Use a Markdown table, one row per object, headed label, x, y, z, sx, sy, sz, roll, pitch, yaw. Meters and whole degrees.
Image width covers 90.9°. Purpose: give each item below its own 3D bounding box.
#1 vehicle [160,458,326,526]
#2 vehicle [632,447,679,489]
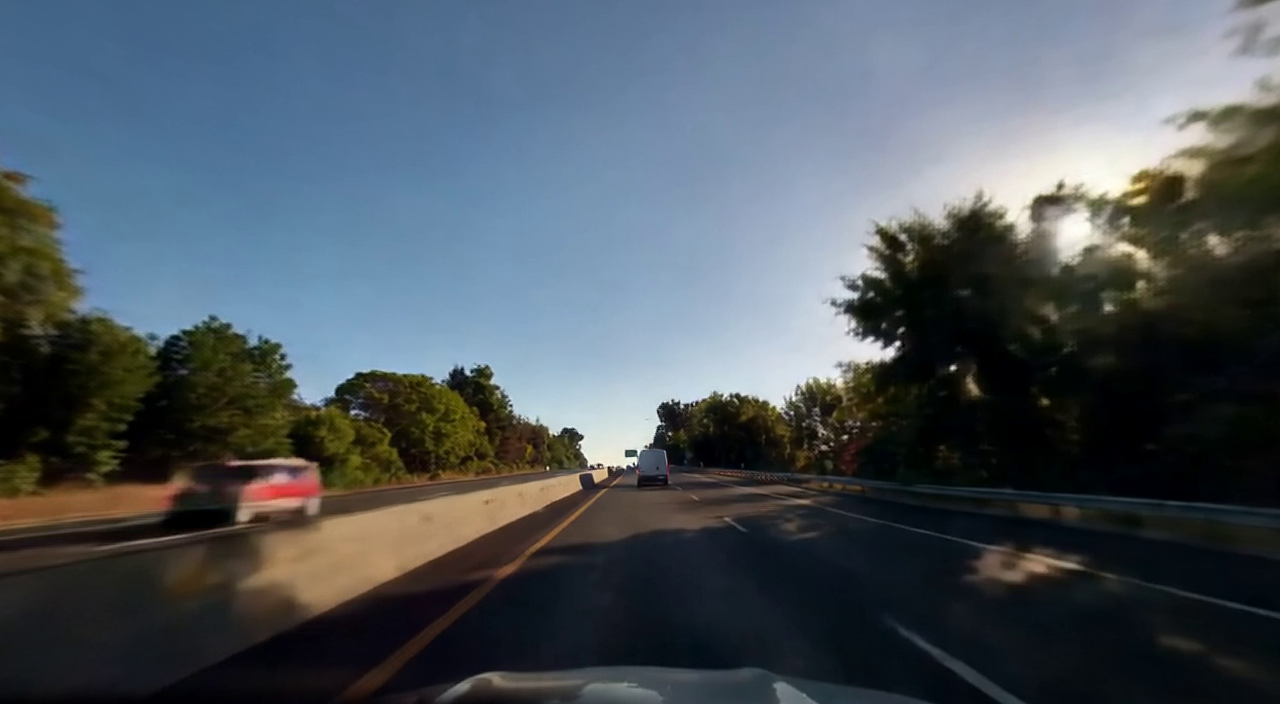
| label | x | y | z | sx | sy | sz | roll | pitch | yaw |
| --- | --- | --- | --- | --- | --- | --- | --- | --- | --- |
| vehicle | -11.745 | 4.162 | 19.139 | 2.023 | 1.743 | 4.528 | 1 | -10 | 0 |
| vehicle | 0.821 | 6.690 | 36.367 | 2.429 | 2.167 | 4.558 | 1 | -11 | -2 |
